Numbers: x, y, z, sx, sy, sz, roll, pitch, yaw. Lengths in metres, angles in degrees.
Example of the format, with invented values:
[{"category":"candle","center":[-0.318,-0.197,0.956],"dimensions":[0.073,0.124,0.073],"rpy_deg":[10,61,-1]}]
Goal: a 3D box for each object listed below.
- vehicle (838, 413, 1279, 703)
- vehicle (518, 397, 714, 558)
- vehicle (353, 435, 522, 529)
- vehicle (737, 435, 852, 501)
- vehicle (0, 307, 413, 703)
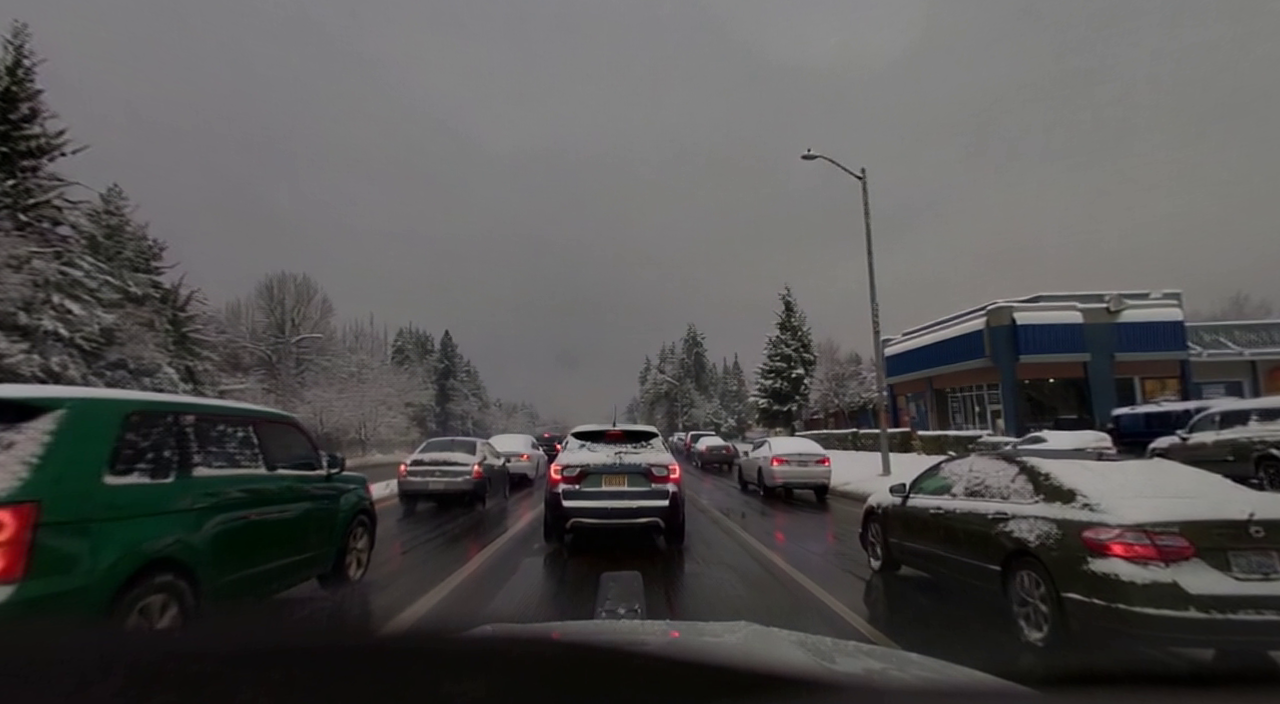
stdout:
[{"category":"vehicle","center":[3.382,1.381,5.411],"dimensions":[1.900,1.477,4.352],"rpy_deg":[0,-9,-1]},{"category":"vehicle","center":[-0.314,1.754,9.422],"dimensions":[2.238,1.825,4.190],"rpy_deg":[0,-9,-1]},{"category":"vehicle","center":[-3.565,2.354,12.031],"dimensions":[1.849,1.451,4.218],"rpy_deg":[0,-9,-1]},{"category":"vehicle","center":[3.900,3.000,16.754],"dimensions":[1.875,1.521,4.192],"rpy_deg":[0,-9,-2]},{"category":"vehicle","center":[-3.609,1.068,4.554],"dimensions":[2.231,1.853,4.461],"rpy_deg":[0,-9,0]}]
